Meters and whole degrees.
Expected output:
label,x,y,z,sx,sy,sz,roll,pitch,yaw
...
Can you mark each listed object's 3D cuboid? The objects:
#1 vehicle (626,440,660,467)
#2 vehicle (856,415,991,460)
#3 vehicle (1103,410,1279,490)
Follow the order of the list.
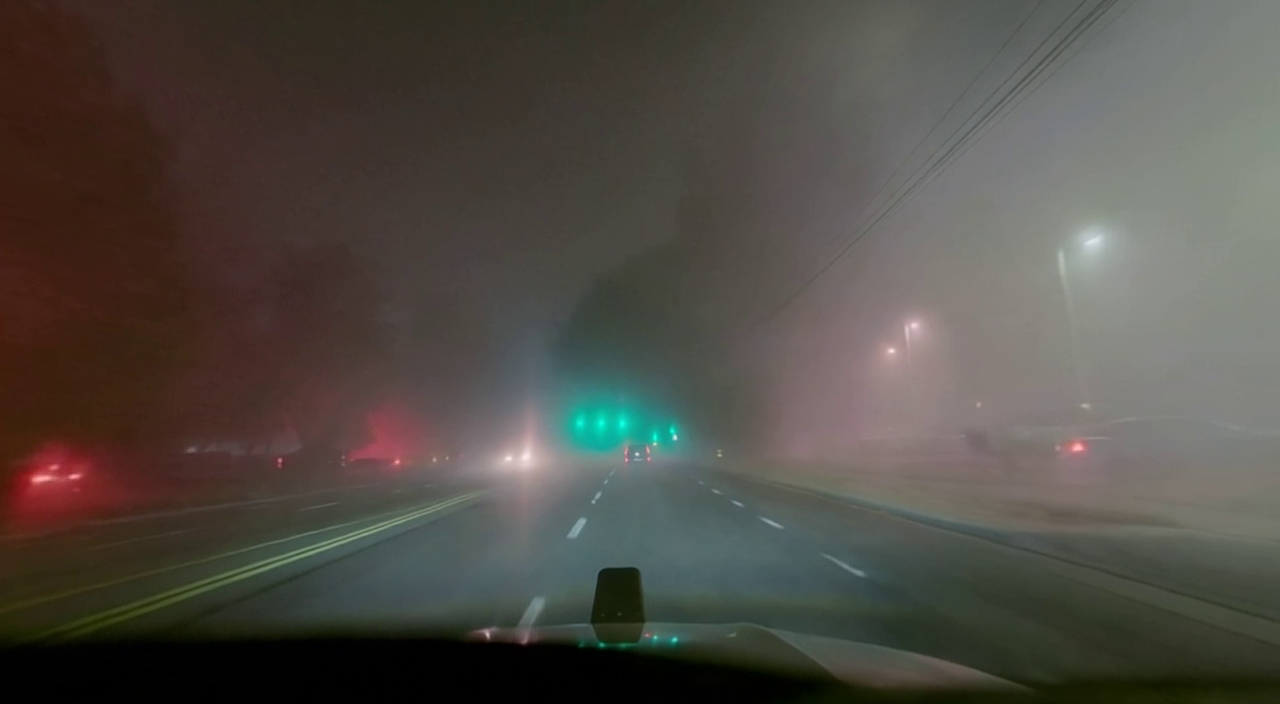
label,x,y,z,sx,sy,sz,roll,pitch,yaw
vehicle,0.150,7.121,44.552,2.215,1.799,4.426,0,-9,-1
vehicle,16.161,4.937,36.356,6.339,2.103,2.660,-3,-8,-1
vehicle,12.195,1.938,12.580,4.415,1.467,1.865,0,-9,0
